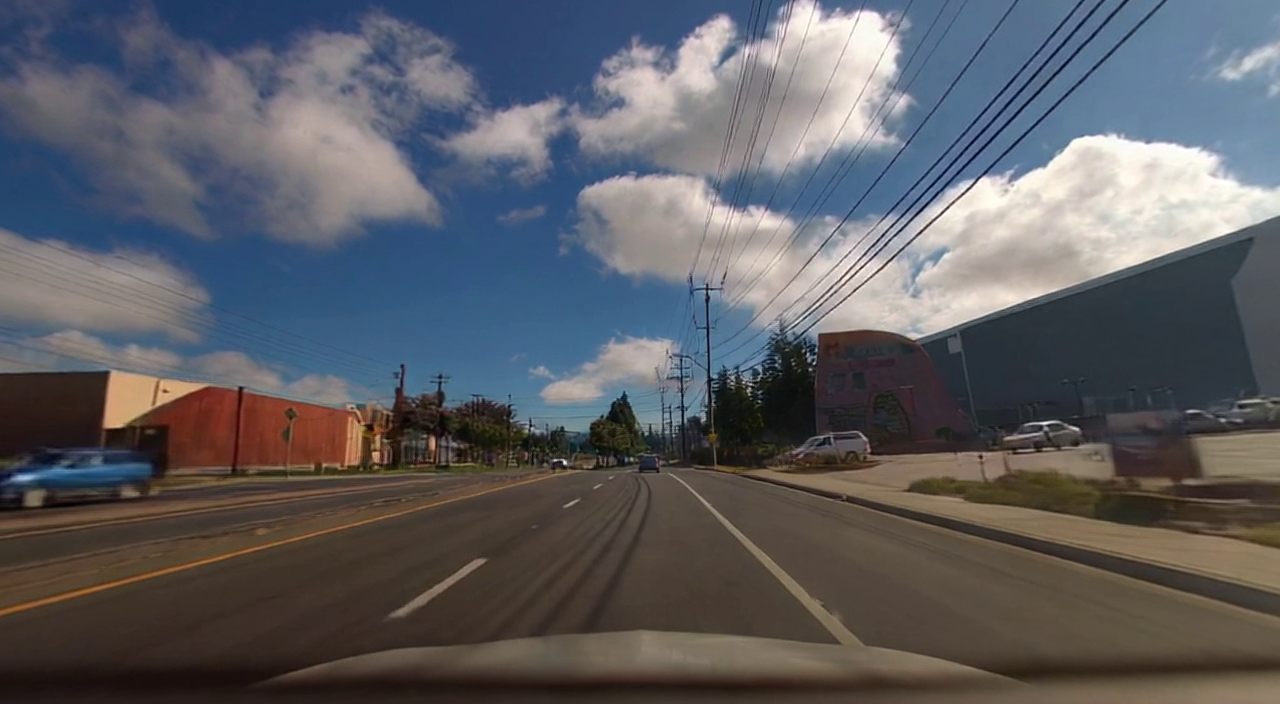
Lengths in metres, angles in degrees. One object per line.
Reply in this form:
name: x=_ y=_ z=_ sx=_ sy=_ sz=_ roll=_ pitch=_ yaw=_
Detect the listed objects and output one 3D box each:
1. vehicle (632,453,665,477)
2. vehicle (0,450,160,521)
vehicle: x=0.581 y=7.652 z=42.826 sx=2.114 sy=1.492 sz=4.453 roll=0 pitch=-9 yaw=0
vehicle: x=-14.363 y=3.138 z=15.312 sx=1.831 sy=1.474 sz=4.352 roll=0 pitch=-9 yaw=1
